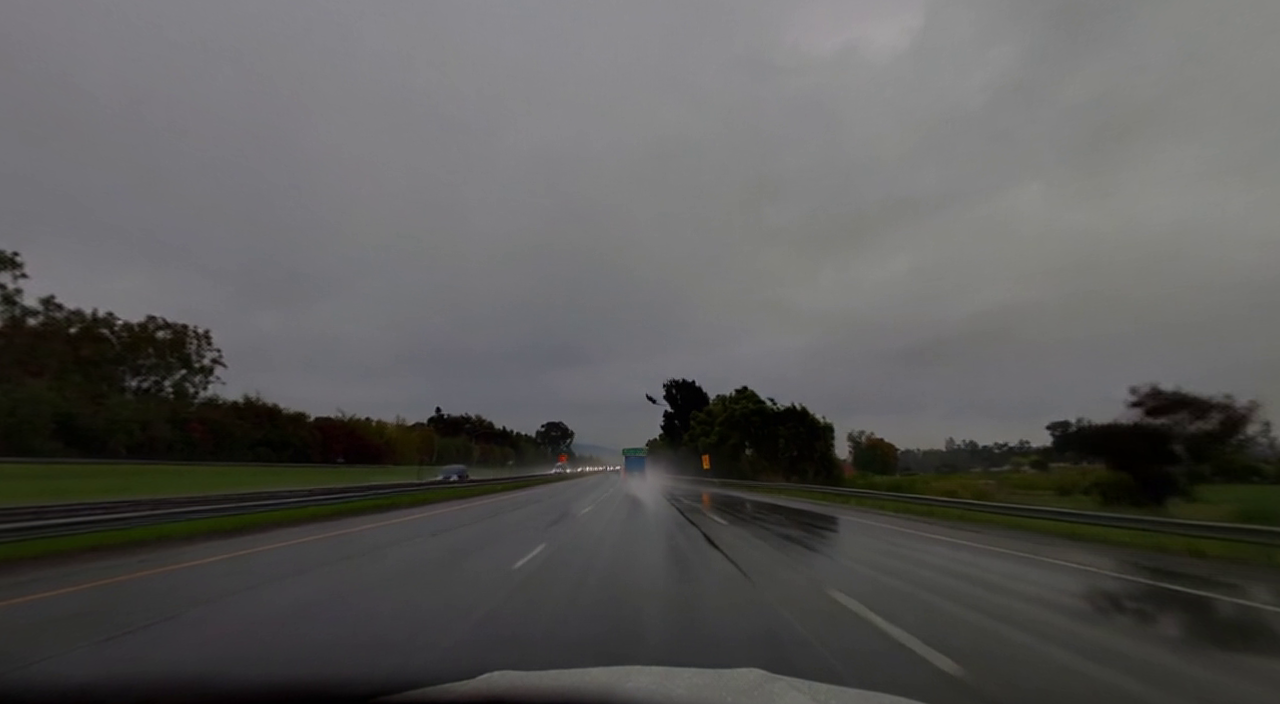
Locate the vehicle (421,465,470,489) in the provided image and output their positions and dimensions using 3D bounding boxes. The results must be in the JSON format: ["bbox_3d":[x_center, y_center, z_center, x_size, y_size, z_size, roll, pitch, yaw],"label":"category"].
[{"bbox_3d":[-13.131,8.464,42.778,2.061,1.529,3.742,1,-11,1],"label":"vehicle"}]
